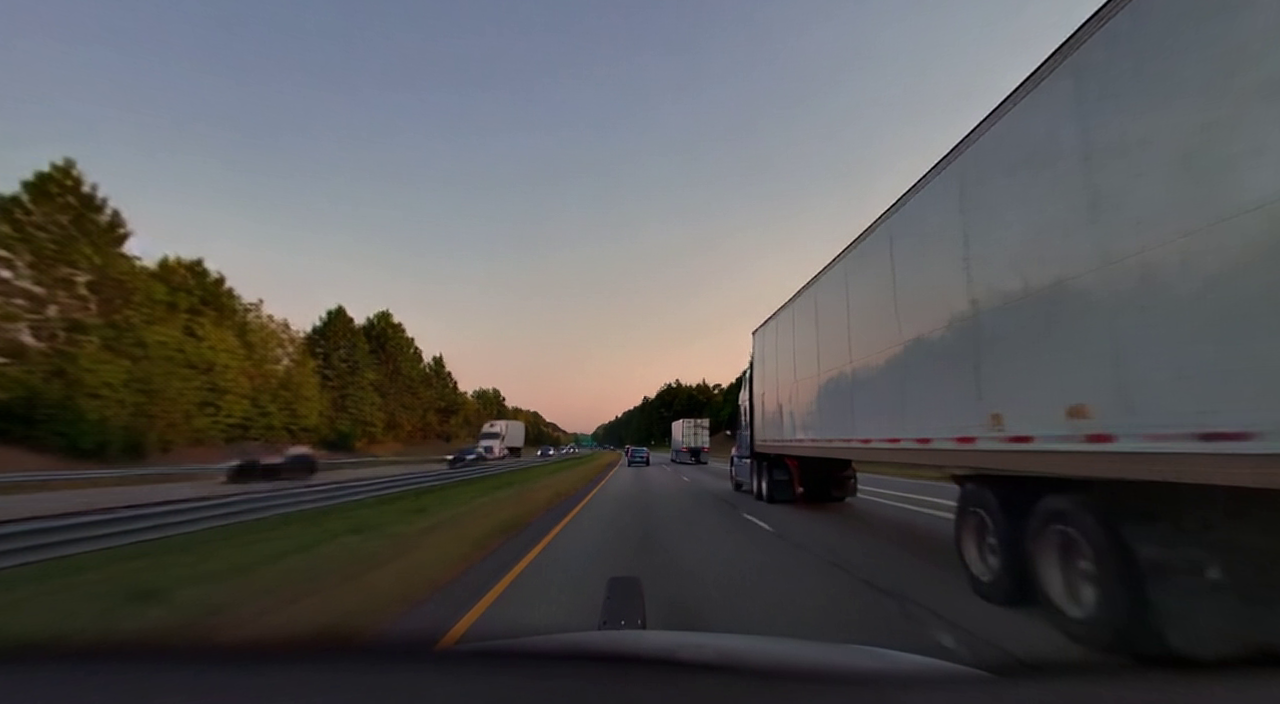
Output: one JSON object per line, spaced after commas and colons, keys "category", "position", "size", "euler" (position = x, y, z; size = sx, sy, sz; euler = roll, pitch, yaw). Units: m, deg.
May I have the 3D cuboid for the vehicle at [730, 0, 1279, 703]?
{"category": "vehicle", "position": [3.820, 0.566, 8.553], "size": [2.883, 4.057, 14.579], "euler": [0, -9, -1]}

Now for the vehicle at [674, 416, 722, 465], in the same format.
{"category": "vehicle", "position": [4.010, 6.386, 45.116], "size": [2.684, 3.263, 5.865], "euler": [0, -9, -2]}

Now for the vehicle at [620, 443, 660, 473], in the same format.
{"category": "vehicle", "position": [-0.030, 5.750, 34.408], "size": [2.051, 1.513, 4.511], "euler": [0, -9, 0]}

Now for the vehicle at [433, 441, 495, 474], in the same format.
{"category": "vehicle", "position": [-8.922, 5.398, 32.306], "size": [2.027, 1.574, 3.990], "euler": [0, -9, 0]}

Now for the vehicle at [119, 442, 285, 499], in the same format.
{"category": "vehicle", "position": [-13.085, 3.542, 19.263], "size": [1.827, 1.507, 4.508], "euler": [0, -9, 0]}
